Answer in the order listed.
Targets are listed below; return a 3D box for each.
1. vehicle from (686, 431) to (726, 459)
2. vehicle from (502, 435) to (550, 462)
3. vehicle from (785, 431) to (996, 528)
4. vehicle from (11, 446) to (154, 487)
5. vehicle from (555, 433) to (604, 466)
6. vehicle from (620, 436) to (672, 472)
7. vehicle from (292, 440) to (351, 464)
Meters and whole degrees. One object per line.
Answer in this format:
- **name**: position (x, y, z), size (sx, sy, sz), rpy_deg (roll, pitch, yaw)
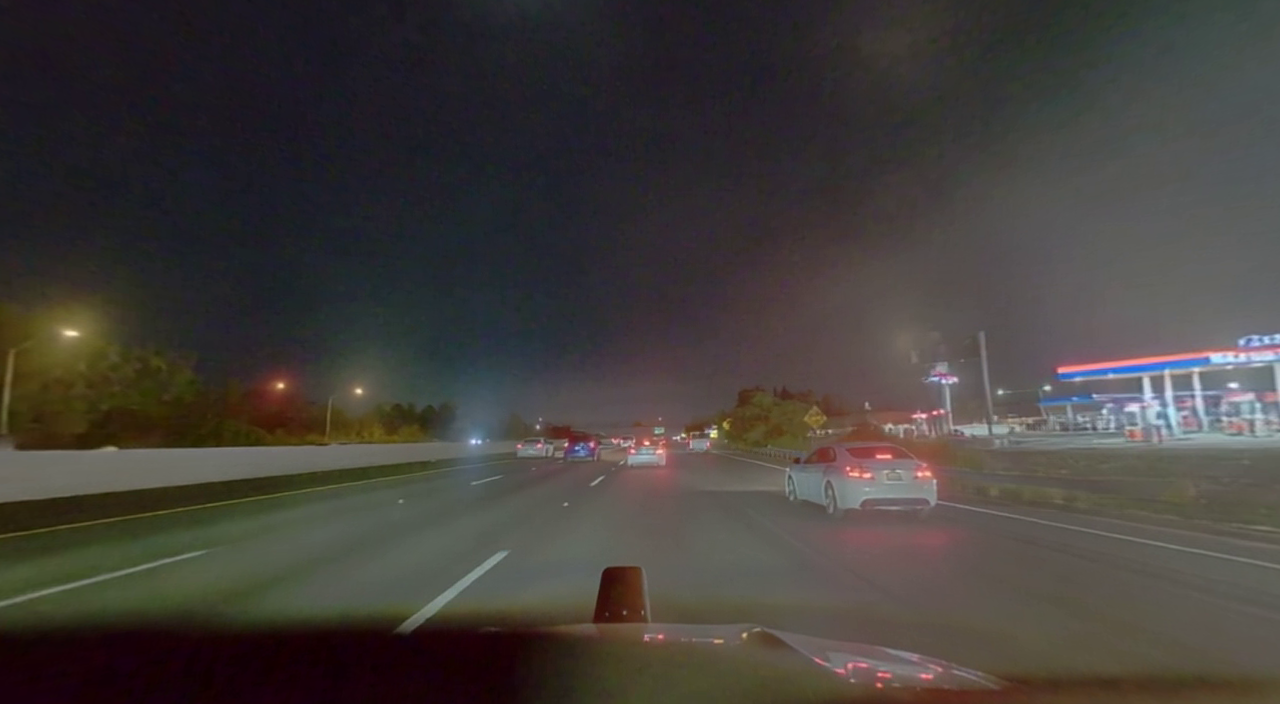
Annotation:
- **vehicle**: position (4.569, 6.550, 44.418), size (2.261, 1.781, 4.709), rpy_deg (0, -8, 0)
- **vehicle**: position (-6.753, 5.791, 37.832), size (1.932, 1.497, 4.458), rpy_deg (0, -8, 2)
- **vehicle**: position (4.253, 2.230, 11.654), size (2.030, 1.442, 4.358), rpy_deg (0, -8, -1)
- **vehicle**: position (-21.541, 4.407, 24.637), size (1.830, 1.432, 4.076), rpy_deg (0, -8, 1)
- **vehicle**: position (-3.095, 5.108, 33.300), size (1.927, 1.586, 5.142), rpy_deg (0, -8, 2)
- **vehicle**: position (0.260, 4.419, 27.530), size (2.113, 1.464, 4.073), rpy_deg (0, -8, 1)
- **vehicle**: position (-21.315, 6.708, 42.381), size (1.850, 1.494, 4.040), rpy_deg (0, -8, 1)
